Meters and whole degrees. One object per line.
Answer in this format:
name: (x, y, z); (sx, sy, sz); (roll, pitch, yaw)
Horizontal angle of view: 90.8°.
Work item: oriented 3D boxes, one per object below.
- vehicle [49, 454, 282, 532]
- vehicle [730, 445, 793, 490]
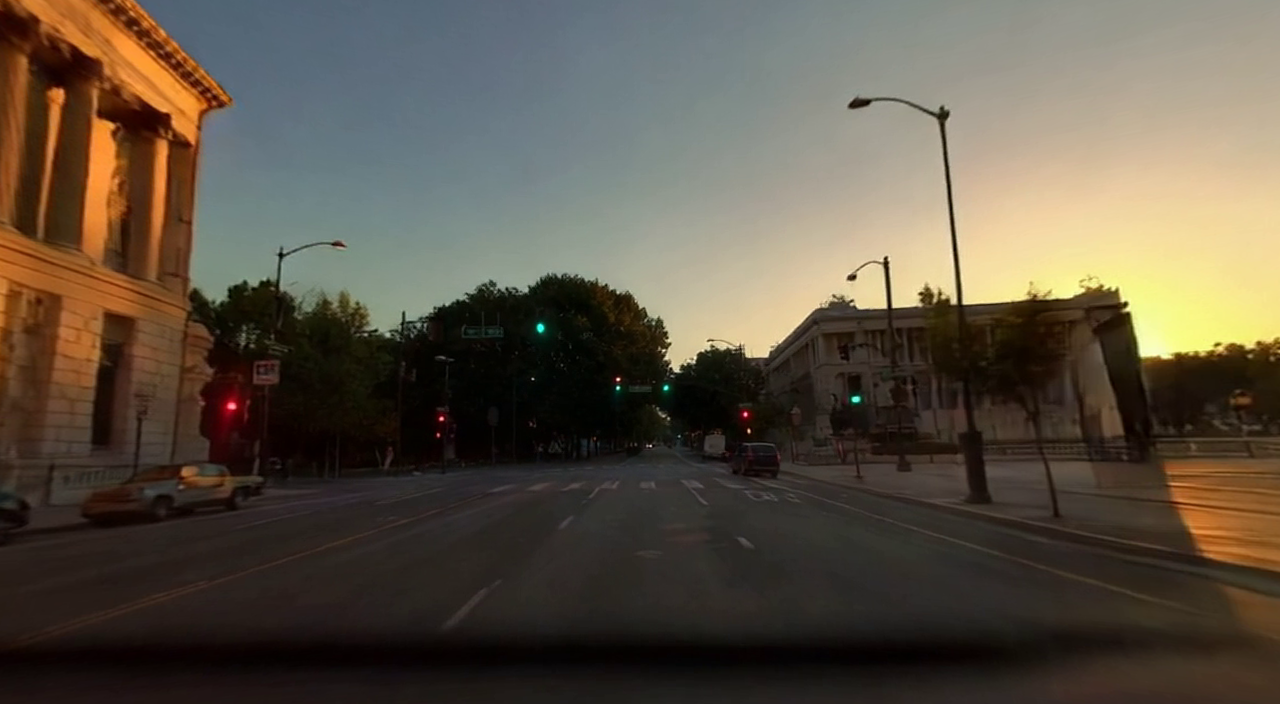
vehicle: (-12.381, 3.658, 17.165); (2.011, 1.668, 5.474); (0, -8, 1)
vehicle: (4.452, 4.259, 23.738); (2.085, 1.530, 4.125); (-1, -9, 8)
